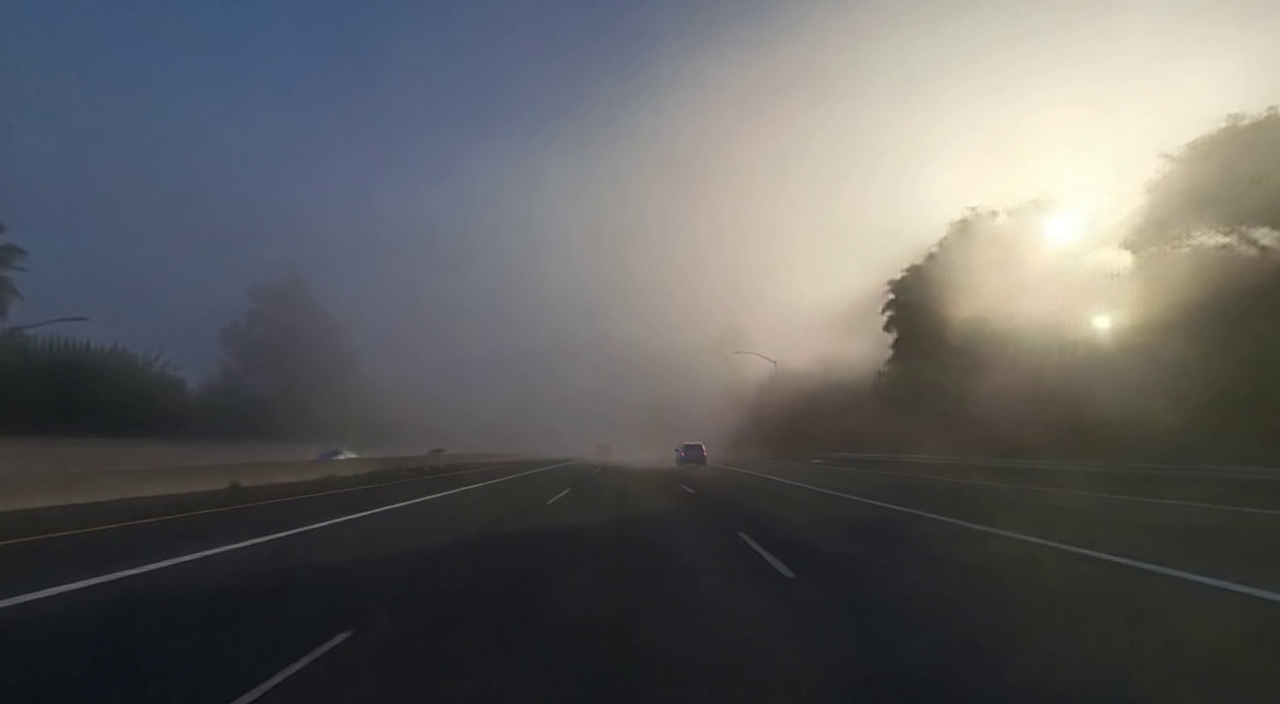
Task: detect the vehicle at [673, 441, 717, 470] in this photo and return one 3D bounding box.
[{"bbox_3d":[3.245,6.280,38.422,2.130,1.677,4.317,0,-9,-2],"label":"vehicle"}]

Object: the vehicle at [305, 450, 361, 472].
[{"bbox_3d":[-23.392,8.306,48.353,2.026,1.511,4.524,0,-9,1],"label":"vehicle"}]
